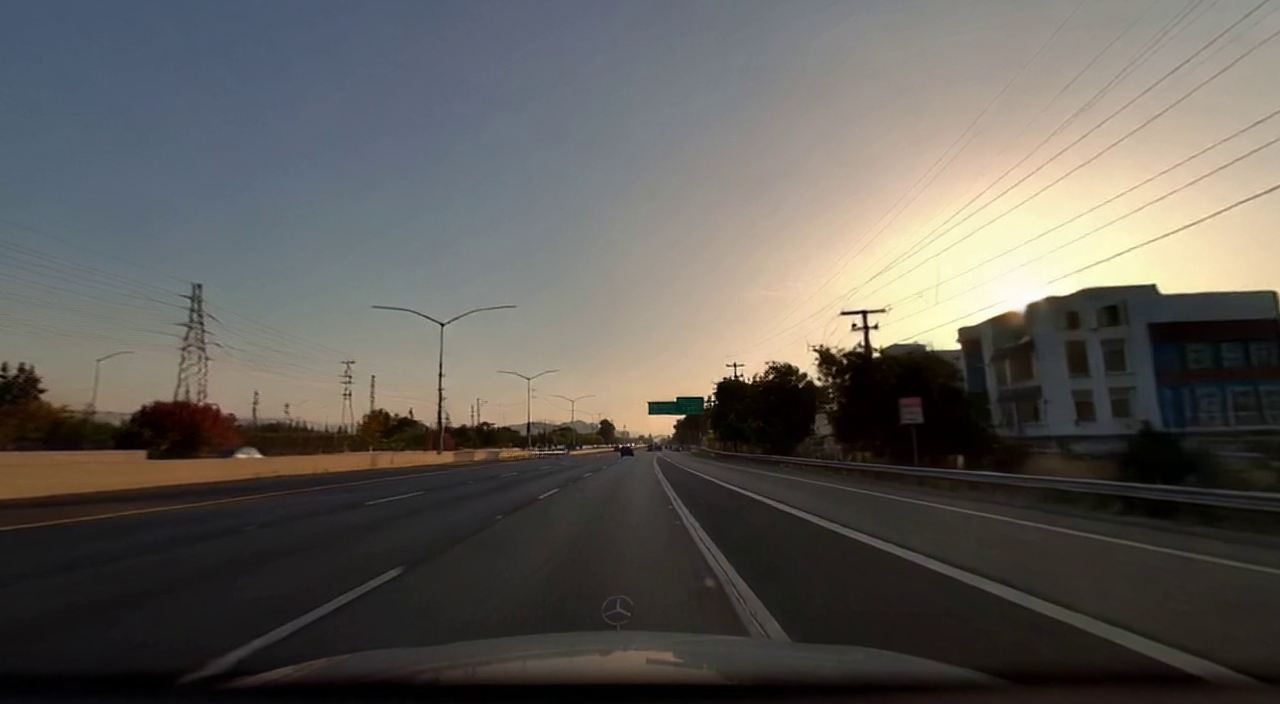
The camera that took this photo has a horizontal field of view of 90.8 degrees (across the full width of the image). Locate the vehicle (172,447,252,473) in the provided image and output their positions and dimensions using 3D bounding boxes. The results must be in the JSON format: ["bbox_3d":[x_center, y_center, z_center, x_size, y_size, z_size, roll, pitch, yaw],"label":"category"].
[{"bbox_3d":[-28.761,7.223,42.637,2.058,1.604,4.738,0,-8,0],"label":"vehicle"}]
